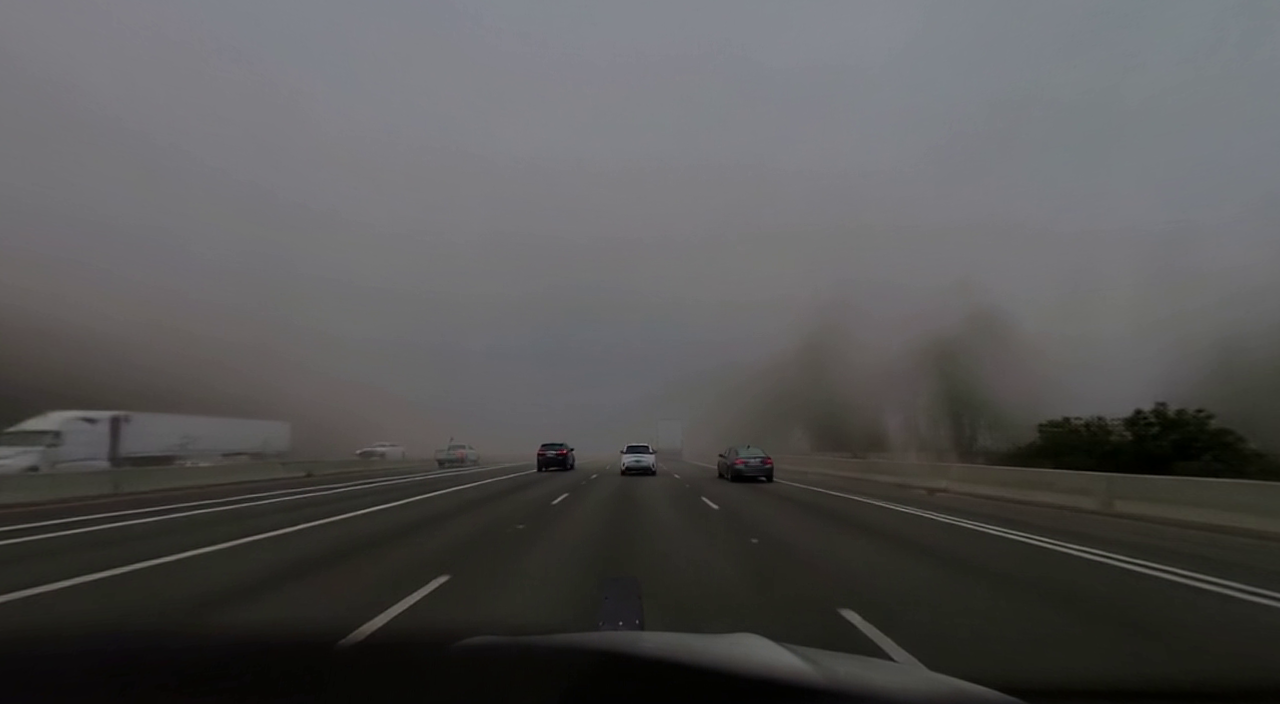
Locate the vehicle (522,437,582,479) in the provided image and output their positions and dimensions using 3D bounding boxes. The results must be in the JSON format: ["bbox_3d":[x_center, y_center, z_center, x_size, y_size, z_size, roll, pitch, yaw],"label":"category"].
[{"bbox_3d":[-3.831,4.712,28.356,1.988,1.696,4.754,0,-8,1],"label":"vehicle"}]

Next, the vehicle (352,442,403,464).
[{"bbox_3d":[-19.148,7.369,46.212,2.084,1.519,3.662,0,-8,2],"label":"vehicle"}]

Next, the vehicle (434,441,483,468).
[{"bbox_3d":[-12.615,7.118,44.183,1.946,1.773,4.446,0,-9,1],"label":"vehicle"}]

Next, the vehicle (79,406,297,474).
[{"bbox_3d":[-30.656,6.336,44.873,3.101,3.887,16.562,0,-9,1],"label":"vehicle"}]

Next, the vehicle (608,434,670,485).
[{"bbox_3d":[-0.032,3.987,23.722,2.103,1.717,4.399,0,-8,0],"label":"vehicle"}]

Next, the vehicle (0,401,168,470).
[{"bbox_3d":[-30.693,4.667,34.768,3.043,3.332,7.964,0,-8,1],"label":"vehicle"}]

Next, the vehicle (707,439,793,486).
[{"bbox_3d":[3.793,3.925,22.768,2.146,1.482,4.665,0,-8,-1],"label":"vehicle"}]
